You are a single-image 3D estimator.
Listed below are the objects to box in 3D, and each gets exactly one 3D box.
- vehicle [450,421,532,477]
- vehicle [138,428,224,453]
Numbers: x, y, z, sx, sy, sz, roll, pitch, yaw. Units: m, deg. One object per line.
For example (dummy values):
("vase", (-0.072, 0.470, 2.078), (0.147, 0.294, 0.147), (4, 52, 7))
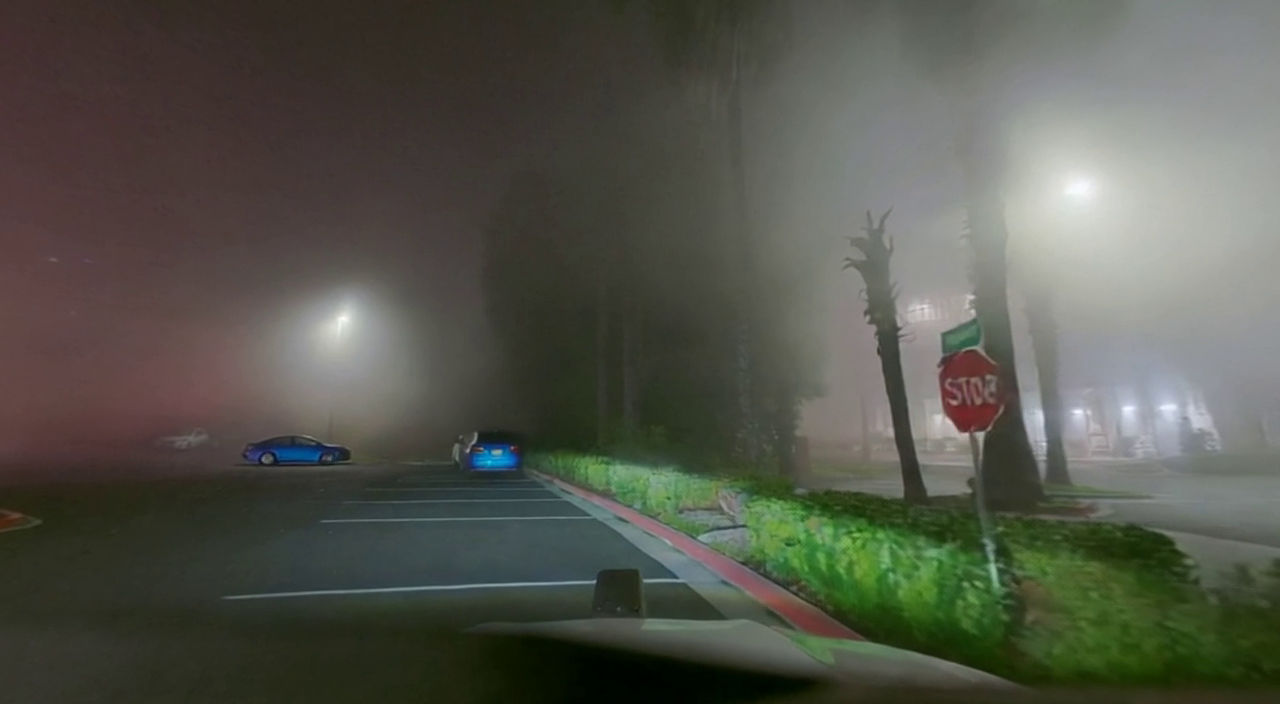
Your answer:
("vehicle", (-5.299, 3.374, 22.077), (2.071, 1.700, 4.367), (3, -9, -22))
("vehicle", (-30.732, 5.949, 42.423), (4.457, 1.552, 1.748), (6, -10, -35))
